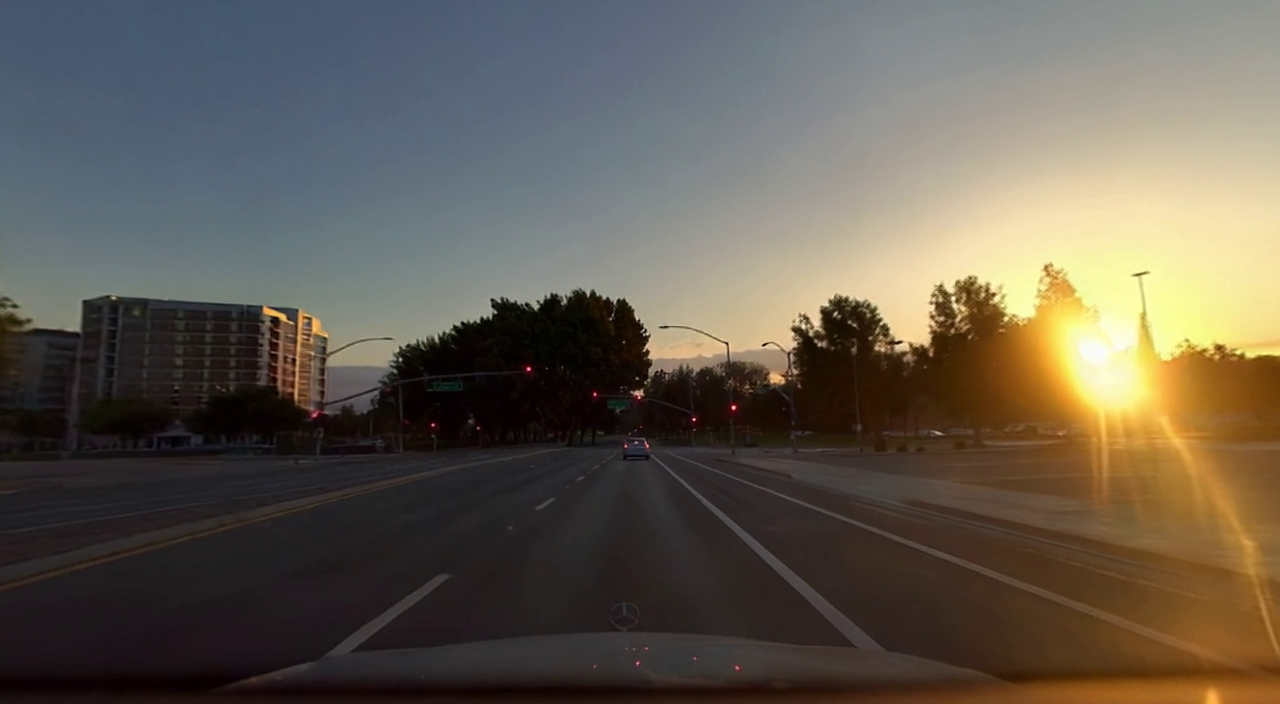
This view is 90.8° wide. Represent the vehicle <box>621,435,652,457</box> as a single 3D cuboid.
[{"bbox_3d":[-0.255,6.695,45.156,2.107,1.470,3.974,0,-8,-1],"label":"vehicle"}]
